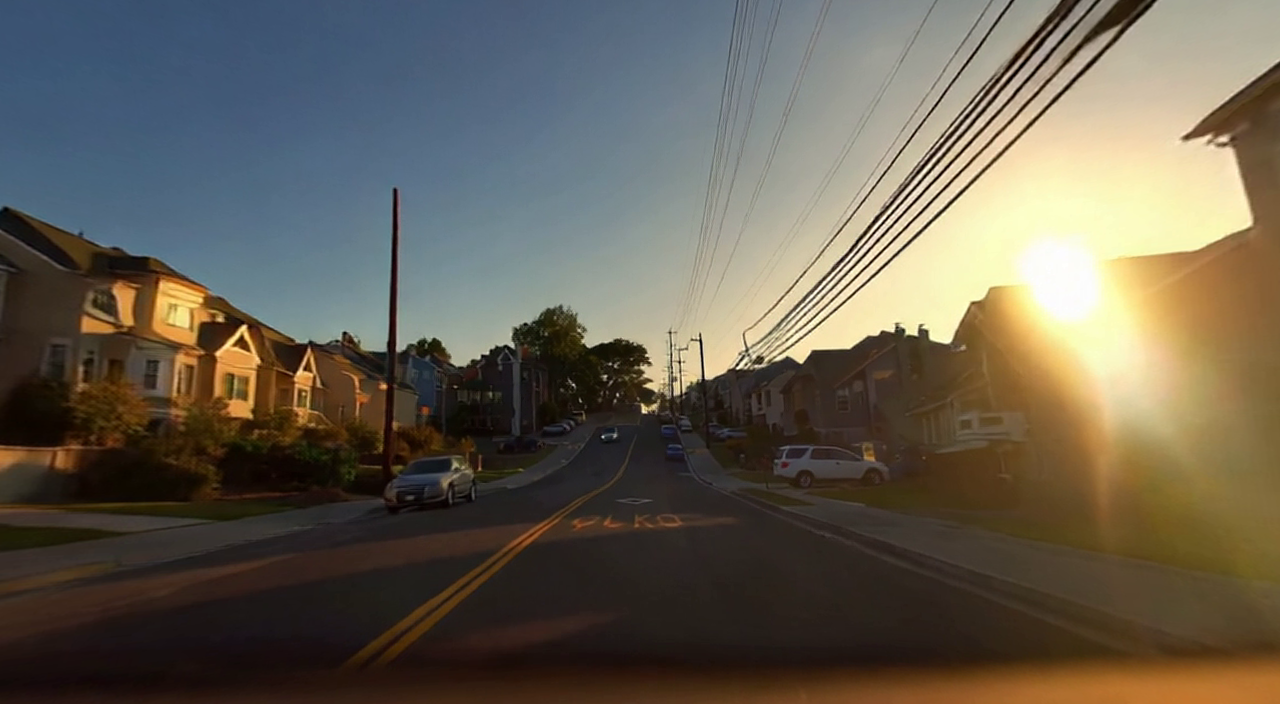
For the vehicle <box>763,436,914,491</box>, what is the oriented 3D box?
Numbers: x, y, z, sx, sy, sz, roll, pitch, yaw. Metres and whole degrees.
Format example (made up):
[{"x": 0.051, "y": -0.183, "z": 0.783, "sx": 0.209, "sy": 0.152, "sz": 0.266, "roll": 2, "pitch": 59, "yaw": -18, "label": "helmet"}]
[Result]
[{"x": 8.184, "y": 4.638, "z": 26.369, "sx": 5.512, "sy": 1.846, "sz": 2.115, "roll": -3, "pitch": -9, "yaw": 1, "label": "vehicle"}]

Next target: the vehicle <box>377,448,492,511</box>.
[{"x": -6.553, "y": 4.217, "z": 20.683, "sx": 2.156, "sy": 1.764, "sz": 4.410, "roll": -2, "pitch": -12, "yaw": 2, "label": "vehicle"}]

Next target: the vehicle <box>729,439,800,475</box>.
[{"x": 8.388, "y": 7.128, "z": 42.807, "sx": 4.286, "sy": 2.044, "sz": 1.913, "roll": -4, "pitch": -8, "yaw": 0, "label": "vehicle"}]

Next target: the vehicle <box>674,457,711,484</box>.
[{"x": 3.149, "y": 7.239, "z": 38.634, "sx": 2.063, "sy": 1.503, "sz": 4.415, "roll": 0, "pitch": -9, "yaw": 2, "label": "vehicle"}]
